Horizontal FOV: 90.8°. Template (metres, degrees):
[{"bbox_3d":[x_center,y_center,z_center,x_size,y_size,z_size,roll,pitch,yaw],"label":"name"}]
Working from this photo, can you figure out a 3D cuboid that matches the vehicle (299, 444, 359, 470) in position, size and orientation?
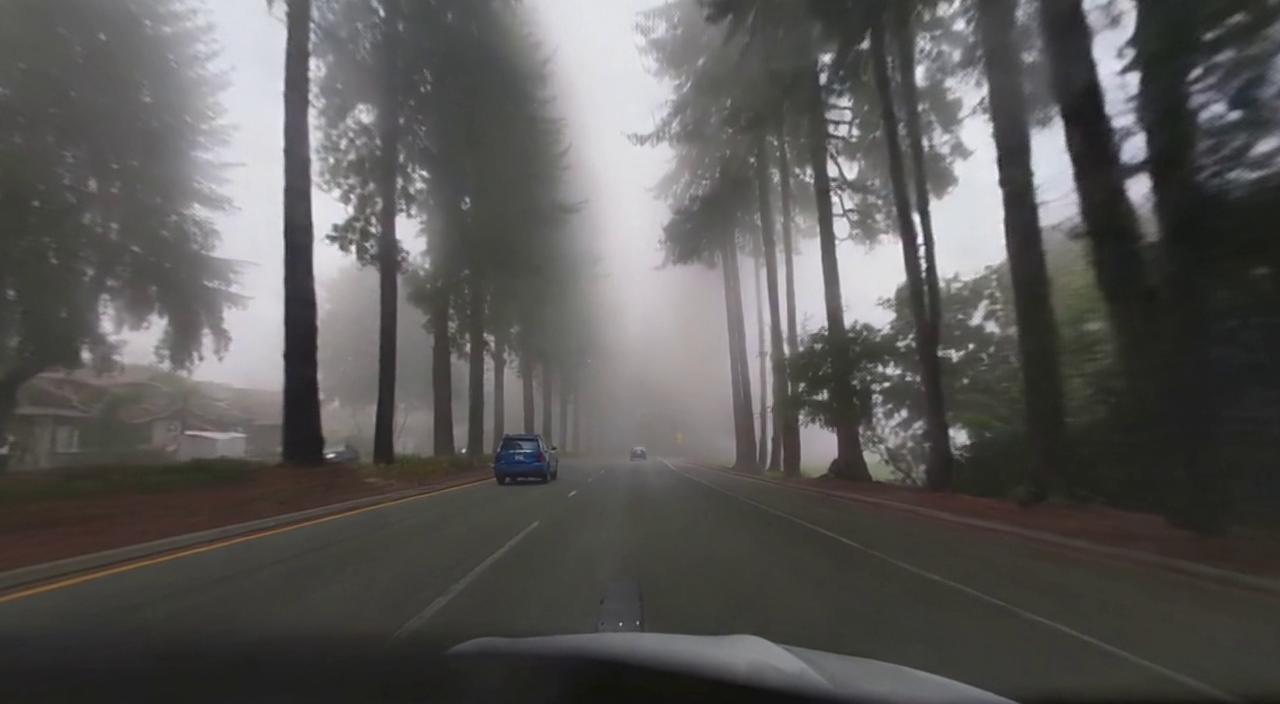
[{"bbox_3d":[-21.045,7.097,42.948,1.875,1.602,4.317,0,-8,0],"label":"vehicle"}]

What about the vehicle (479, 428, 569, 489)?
[{"bbox_3d":[-3.647,3.434,20.726,2.078,1.748,4.279,0,-8,1],"label":"vehicle"}]
